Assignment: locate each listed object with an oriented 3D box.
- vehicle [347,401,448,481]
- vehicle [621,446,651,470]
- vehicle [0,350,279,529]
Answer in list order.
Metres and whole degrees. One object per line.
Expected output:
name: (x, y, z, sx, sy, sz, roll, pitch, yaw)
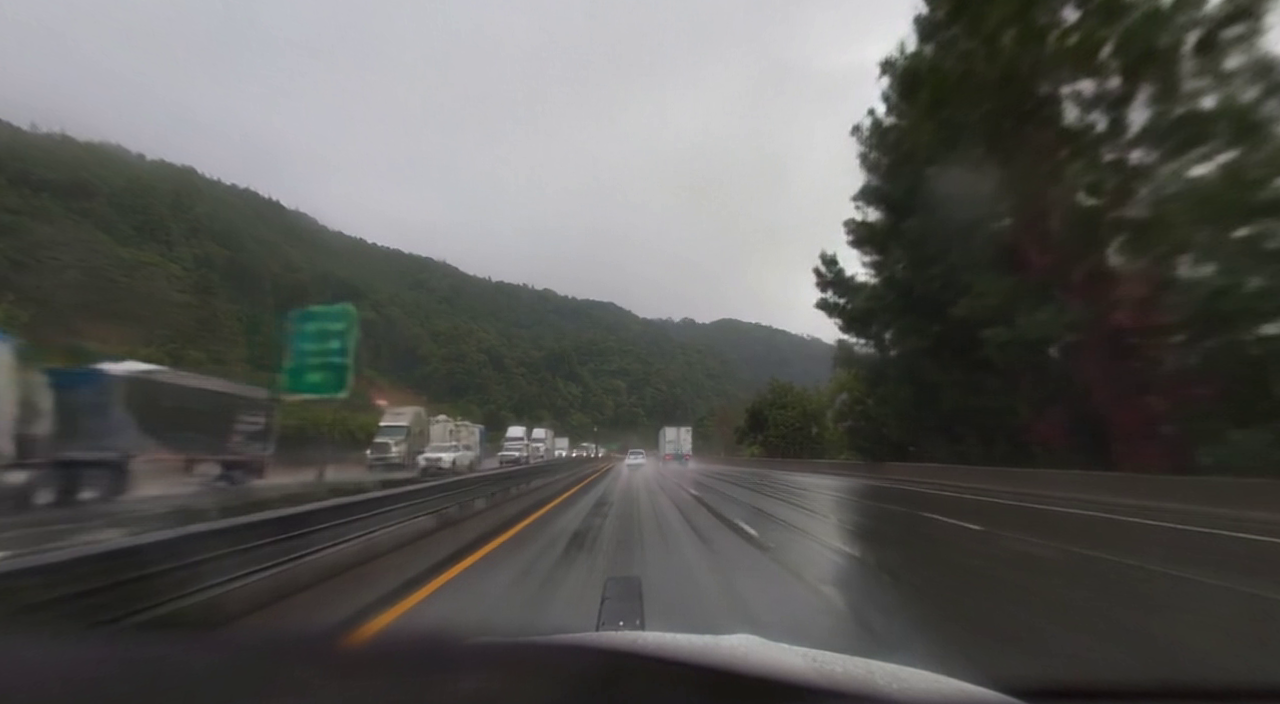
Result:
vehicle: (-12.750, 4.811, 33.835, 2.948, 3.877, 6.066, 0, -9, -1)
vehicle: (-0.301, 7.987, 47.796, 2.137, 1.689, 4.051, 0, -9, -1)
vehicle: (-13.138, 2.328, 16.684, 2.668, 3.649, 7.436, 0, -9, 0)
